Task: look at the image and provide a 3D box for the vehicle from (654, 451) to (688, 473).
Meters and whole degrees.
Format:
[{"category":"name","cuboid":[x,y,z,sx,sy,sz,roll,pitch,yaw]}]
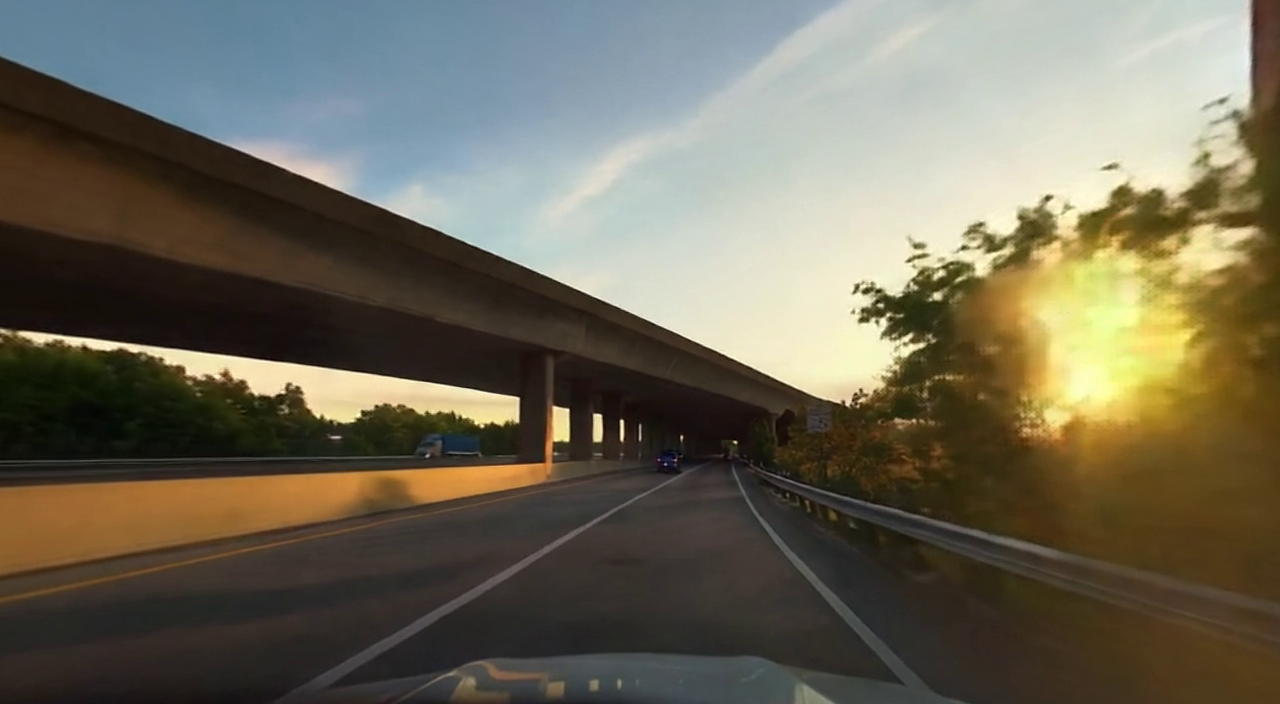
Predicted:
[{"category":"vehicle","cuboid":[2.178,7.511,43.188,1.940,1.444,4.024,-2,-9,9]}]
